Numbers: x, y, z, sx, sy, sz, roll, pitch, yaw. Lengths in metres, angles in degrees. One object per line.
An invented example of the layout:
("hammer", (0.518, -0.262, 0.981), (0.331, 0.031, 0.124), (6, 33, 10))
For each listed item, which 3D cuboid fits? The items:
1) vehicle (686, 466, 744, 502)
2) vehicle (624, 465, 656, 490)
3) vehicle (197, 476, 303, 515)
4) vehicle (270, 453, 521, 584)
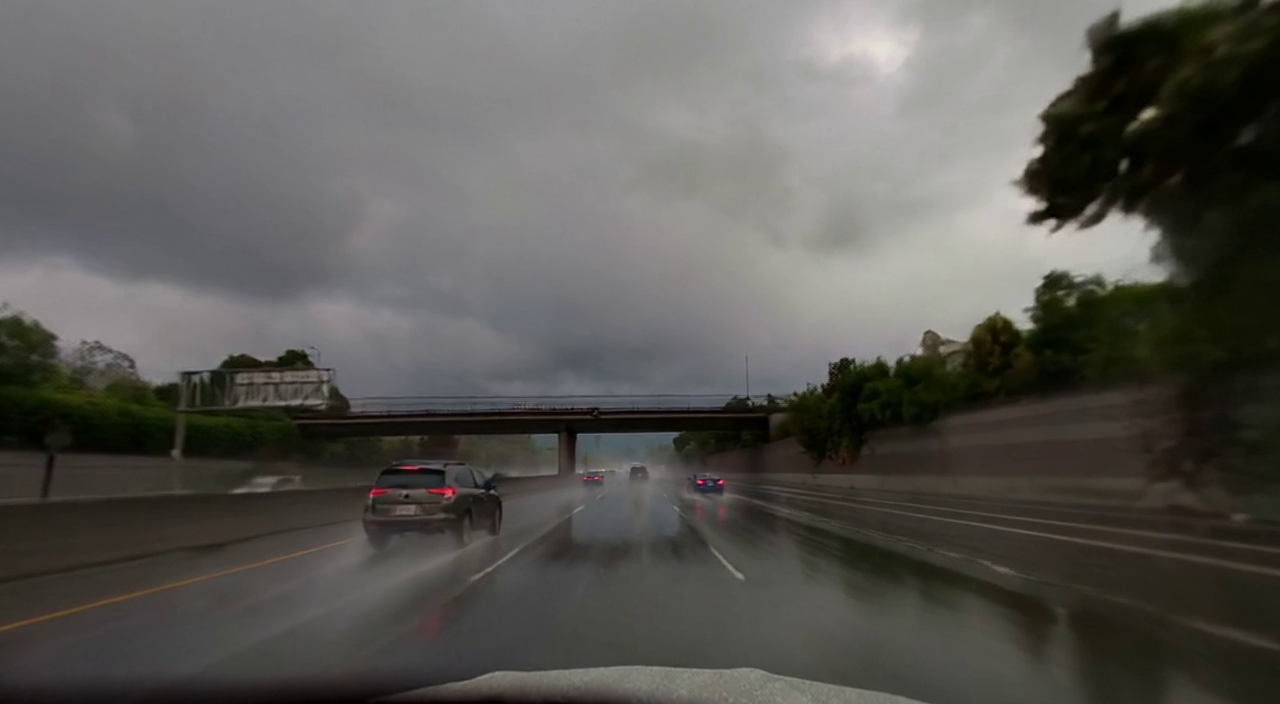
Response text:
("vehicle", (3.437, 6.160, 29.487), (2.092, 1.518, 4.348), (1, -11, -1))
("vehicle", (0.014, 9.073, 45.513), (2.181, 1.698, 4.056), (1, -11, 0))
("vehicle", (-16.658, 6.114, 27.101), (1.835, 1.442, 4.120), (1, -11, 0))
("vehicle", (-3.351, 2.405, 9.751), (2.099, 1.516, 4.308), (1, -11, 0))
